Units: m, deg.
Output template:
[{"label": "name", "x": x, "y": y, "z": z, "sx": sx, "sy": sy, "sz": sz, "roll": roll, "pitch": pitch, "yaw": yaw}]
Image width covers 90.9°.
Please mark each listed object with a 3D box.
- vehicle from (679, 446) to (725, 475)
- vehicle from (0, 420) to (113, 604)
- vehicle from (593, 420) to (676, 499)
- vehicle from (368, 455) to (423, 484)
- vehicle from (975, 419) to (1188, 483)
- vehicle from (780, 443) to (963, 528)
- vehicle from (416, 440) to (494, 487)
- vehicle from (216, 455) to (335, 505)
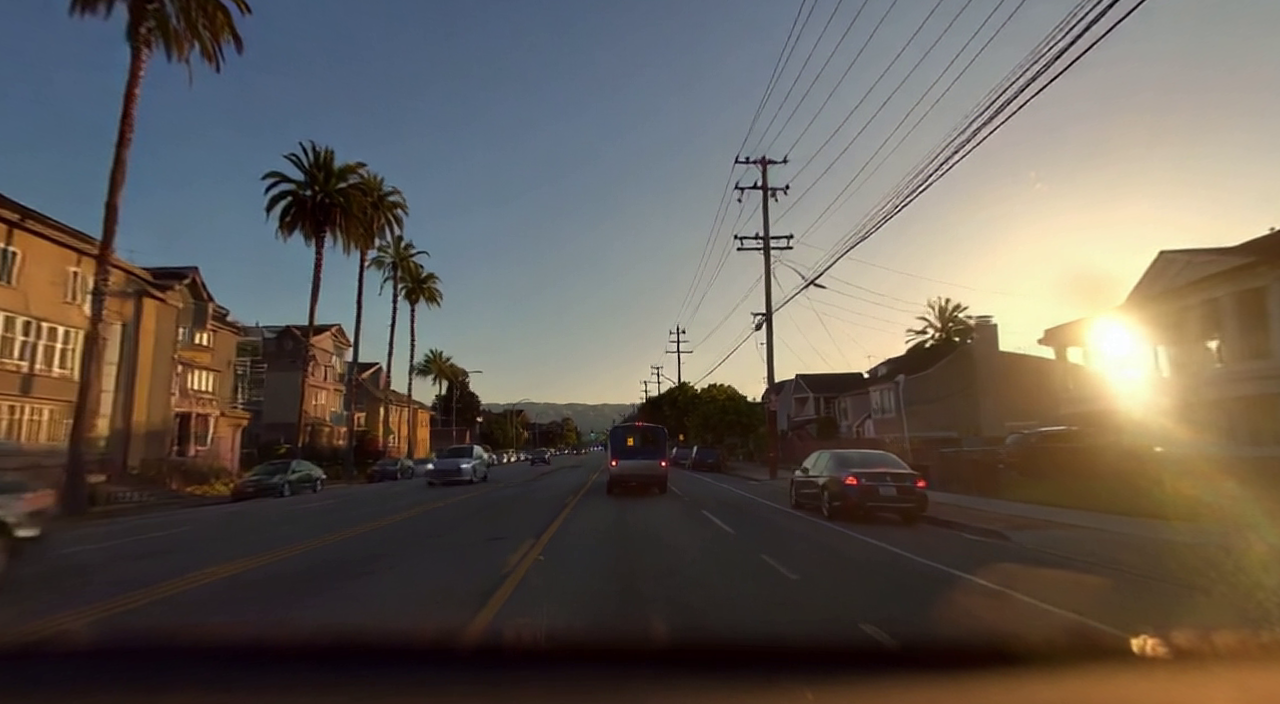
[{"label": "vehicle", "x": 3.408, "y": 6.042, "z": 35.332, "sx": 1.946, "sy": 1.530, "sz": 4.240, "roll": 0, "pitch": -8, "yaw": -3}, {"label": "vehicle", "x": -6.744, "y": 1.313, "z": 4.734, "sx": 1.965, "sy": 1.653, "sz": 4.251, "roll": 0, "pitch": -8, "yaw": -3}, {"label": "vehicle", "x": -0.292, "y": 3.162, "z": 18.900, "sx": 2.168, "sy": 2.040, "sz": 4.527, "roll": 1, "pitch": -8, "yaw": -4}, {"label": "vehicle", "x": -14.053, "y": 6.755, "z": 36.412, "sx": 1.841, "sy": 1.356, "sz": 3.938, "roll": -4, "pitch": -8, "yaw": -3}, {"label": "vehicle", "x": 13.379, "y": 3.023, "z": 19.380, "sx": 4.749, "sy": 1.699, "sz": 2.311, "roll": -1, "pitch": -8, "yaw": -1}, {"label": "vehicle", "x": 4.543, "y": 2.653, "z": 13.201, "sx": 2.022, "sy": 1.456, "sz": 4.246, "roll": 1, "pitch": -8, "yaw": -3}, {"label": "vehicle", "x": -7.450, "y": 4.484, "z": 25.823, "sx": 1.993, "sy": 1.737, "sz": 4.353, "roll": 0, "pitch": -8, "yaw": -2}, {"label": "vehicle", "x": -13.371, "y": 4.695, "z": 23.497, "sx": 2.004, "sy": 1.441, "sz": 4.572, "roll": -3, "pitch": -8, "yaw": -4}]
